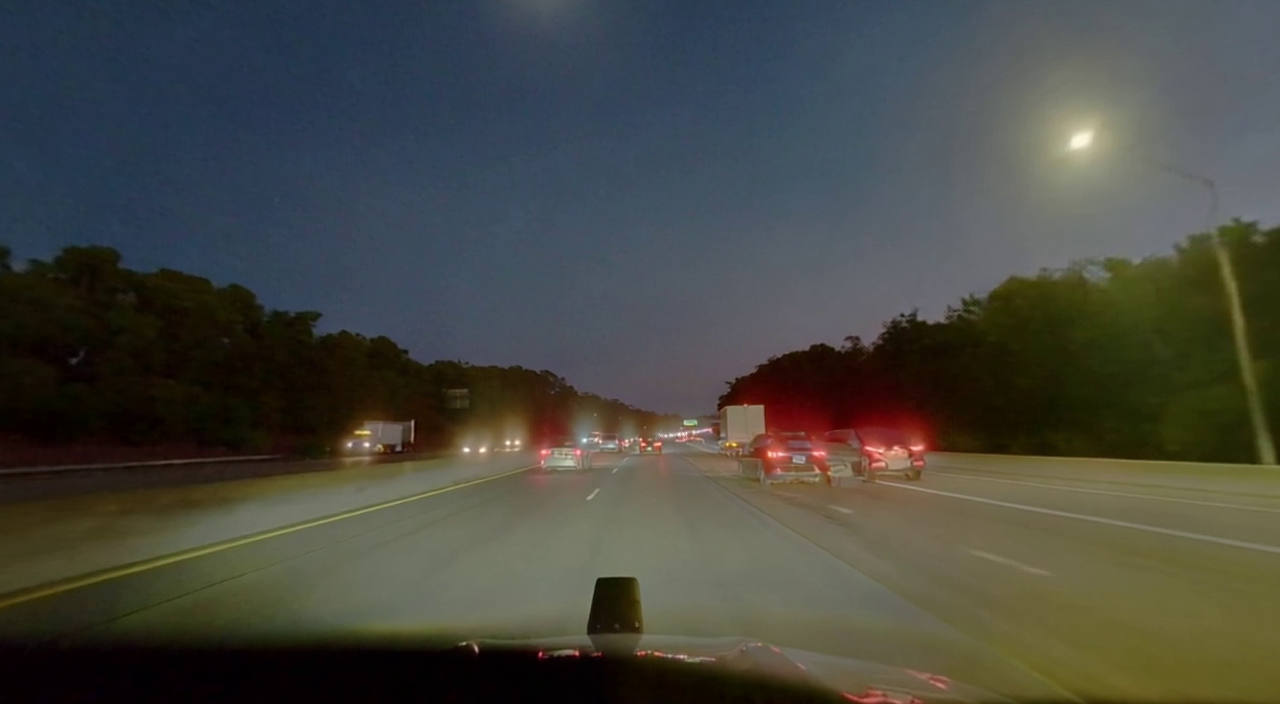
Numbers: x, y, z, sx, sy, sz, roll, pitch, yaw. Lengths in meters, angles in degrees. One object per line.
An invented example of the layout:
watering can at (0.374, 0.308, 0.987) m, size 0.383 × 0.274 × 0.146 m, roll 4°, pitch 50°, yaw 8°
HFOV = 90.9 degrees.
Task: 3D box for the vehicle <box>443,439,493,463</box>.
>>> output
vehicle at (-11.270, 6.488, 41.609) m, size 1.881 × 1.449 × 4.521 m, roll 0°, pitch -8°, yaw 1°

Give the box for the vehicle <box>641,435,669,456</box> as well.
vehicle at (1.125, 7.085, 47.921) m, size 2.004 × 1.465 × 3.842 m, roll 0°, pitch -8°, yaw 1°

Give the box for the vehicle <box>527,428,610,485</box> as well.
vehicle at (-2.171, 3.304, 20.292) m, size 2.137 × 1.618 × 4.209 m, roll 0°, pitch -8°, yaw 0°
